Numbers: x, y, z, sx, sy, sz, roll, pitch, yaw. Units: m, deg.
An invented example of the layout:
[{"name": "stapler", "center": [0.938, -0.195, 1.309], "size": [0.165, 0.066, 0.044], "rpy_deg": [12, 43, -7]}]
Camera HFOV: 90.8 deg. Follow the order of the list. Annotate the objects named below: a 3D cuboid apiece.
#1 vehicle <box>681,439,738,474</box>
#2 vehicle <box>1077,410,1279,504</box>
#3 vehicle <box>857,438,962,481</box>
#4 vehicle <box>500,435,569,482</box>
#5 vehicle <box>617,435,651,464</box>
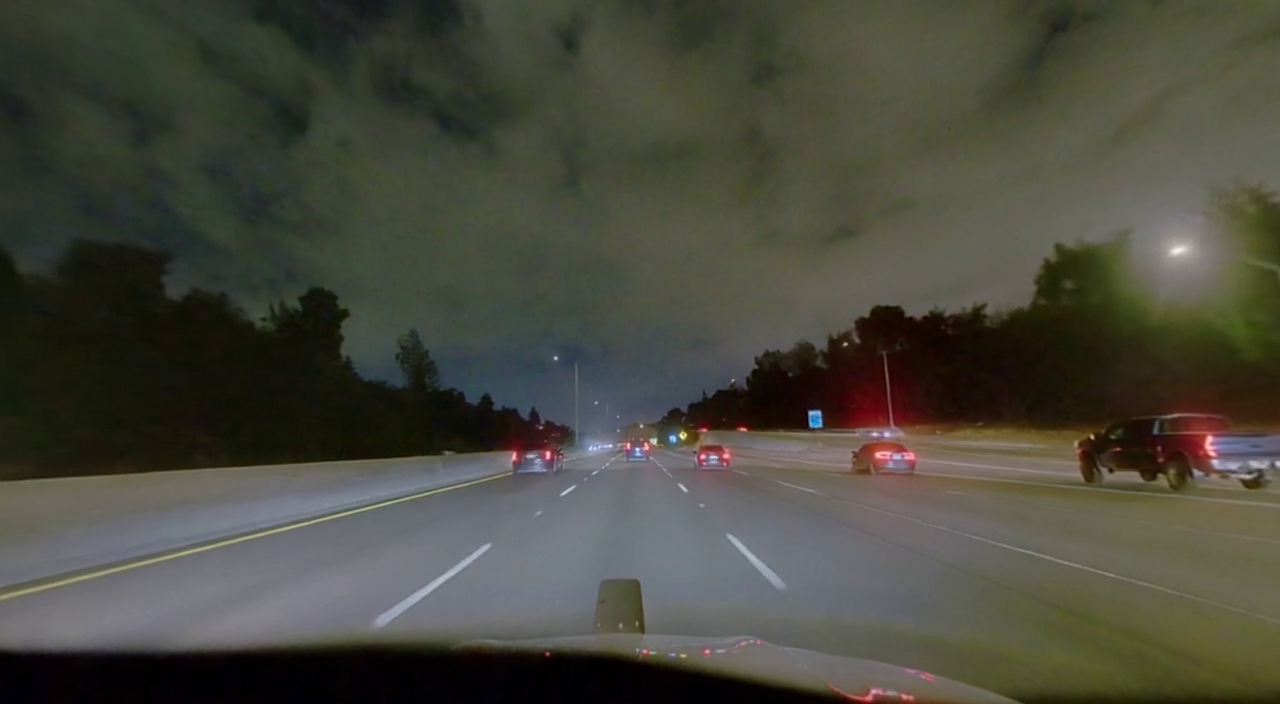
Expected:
[{"name": "vehicle", "center": [3.121, 4.768, 29.136], "size": [2.007, 1.469, 4.337], "rpy_deg": [0, -8, -1]}, {"name": "vehicle", "center": [12.956, 2.376, 14.665], "size": [2.076, 1.799, 4.871], "rpy_deg": [0, -8, -1]}, {"name": "vehicle", "center": [9.496, 3.815, 22.662], "size": [1.910, 1.384, 3.867], "rpy_deg": [1, -8, -3]}, {"name": "vehicle", "center": [-4.020, 4.120, 24.740], "size": [1.992, 1.651, 4.185], "rpy_deg": [0, -8, 0]}, {"name": "vehicle", "center": [-0.386, 6.615, 42.905], "size": [2.192, 1.813, 4.864], "rpy_deg": [0, -8, 0]}]
